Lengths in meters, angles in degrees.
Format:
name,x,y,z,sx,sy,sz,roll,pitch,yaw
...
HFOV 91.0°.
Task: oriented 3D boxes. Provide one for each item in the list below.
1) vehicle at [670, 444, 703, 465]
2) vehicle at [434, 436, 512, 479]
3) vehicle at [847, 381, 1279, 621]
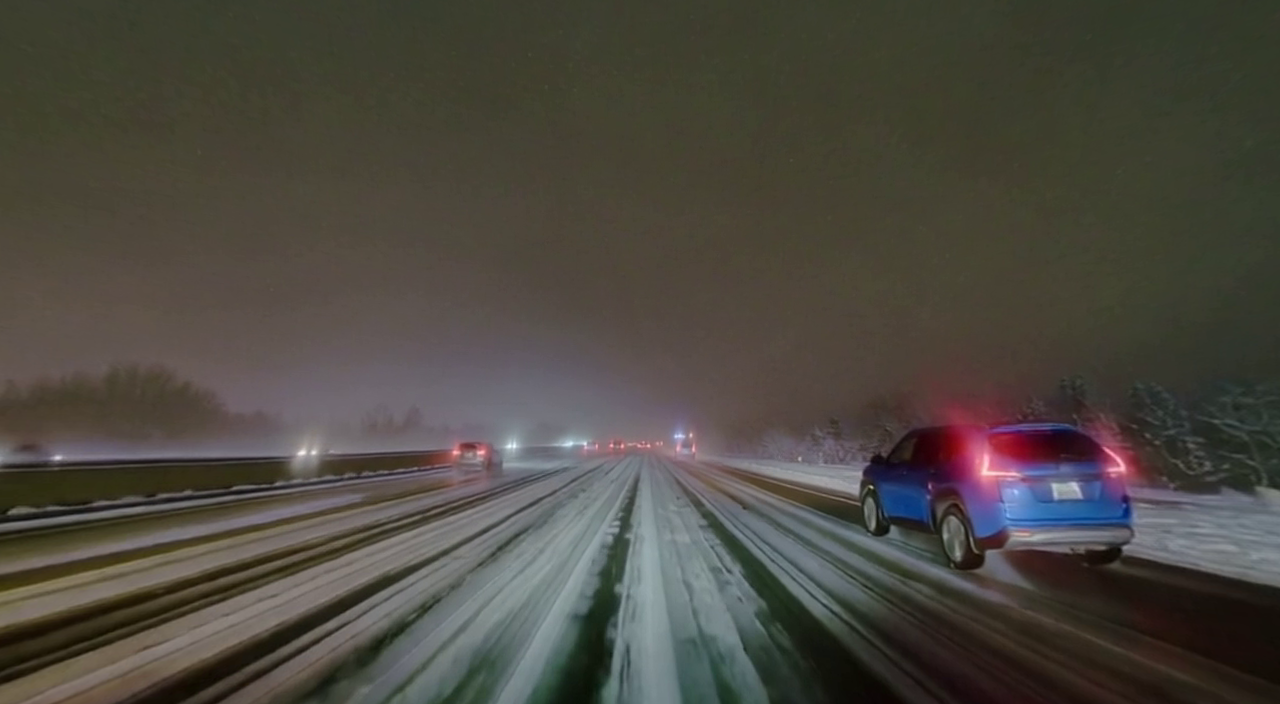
name,x,y,z,sx,sy,sz,roll,pitch,yaw
vehicle,3.386,7.542,46.432,2.038,1.497,4.167,0,-9,-1
vehicle,-7.278,4.652,27.972,2.095,1.696,4.680,-1,-9,1
vehicle,4.305,1.518,7.348,2.153,1.860,4.689,-1,-9,0
